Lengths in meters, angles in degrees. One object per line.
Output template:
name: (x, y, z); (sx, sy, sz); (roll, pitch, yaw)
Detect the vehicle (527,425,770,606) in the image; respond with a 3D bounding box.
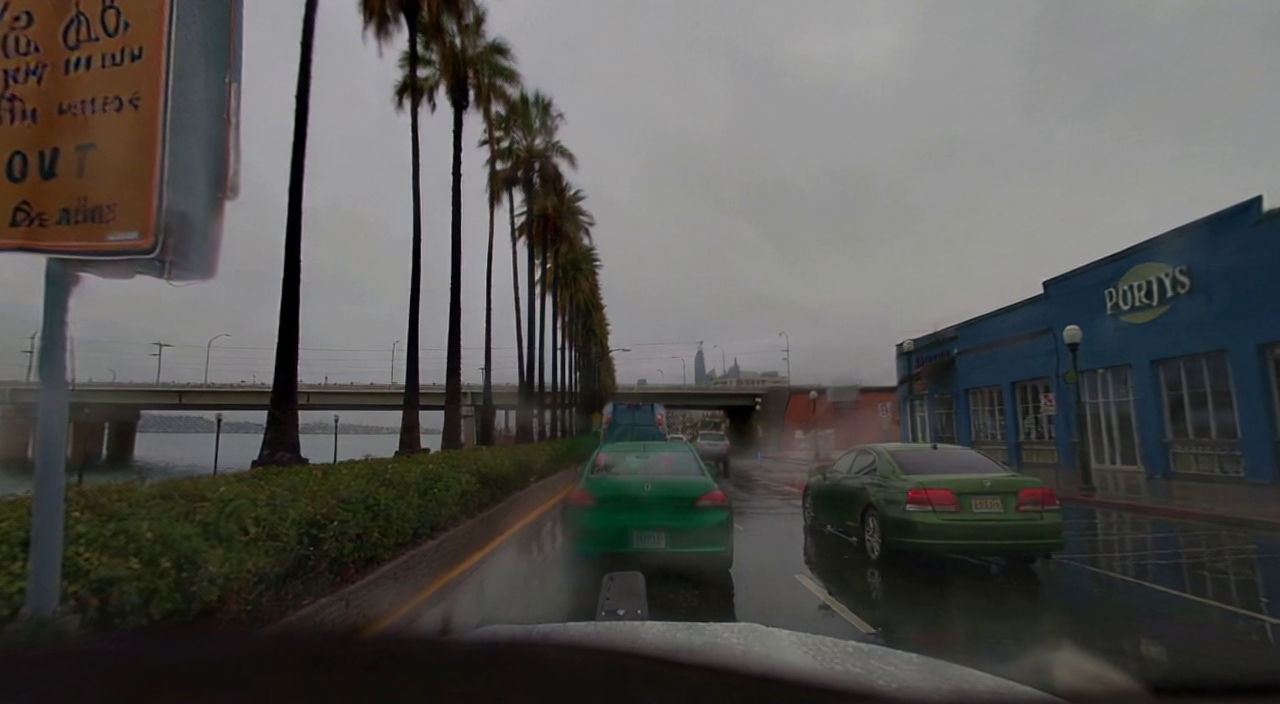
vehicle: (0.065, 1.664, 7.252); (2.048, 1.503, 3.681); (0, -9, 0)

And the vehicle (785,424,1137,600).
vehicle: (3.281, 1.714, 7.712); (1.920, 1.490, 4.417); (0, -9, -1)

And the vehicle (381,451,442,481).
vehicle: (-14.947, 7.478, 41.695); (2.104, 1.802, 4.852); (0, -9, 1)
